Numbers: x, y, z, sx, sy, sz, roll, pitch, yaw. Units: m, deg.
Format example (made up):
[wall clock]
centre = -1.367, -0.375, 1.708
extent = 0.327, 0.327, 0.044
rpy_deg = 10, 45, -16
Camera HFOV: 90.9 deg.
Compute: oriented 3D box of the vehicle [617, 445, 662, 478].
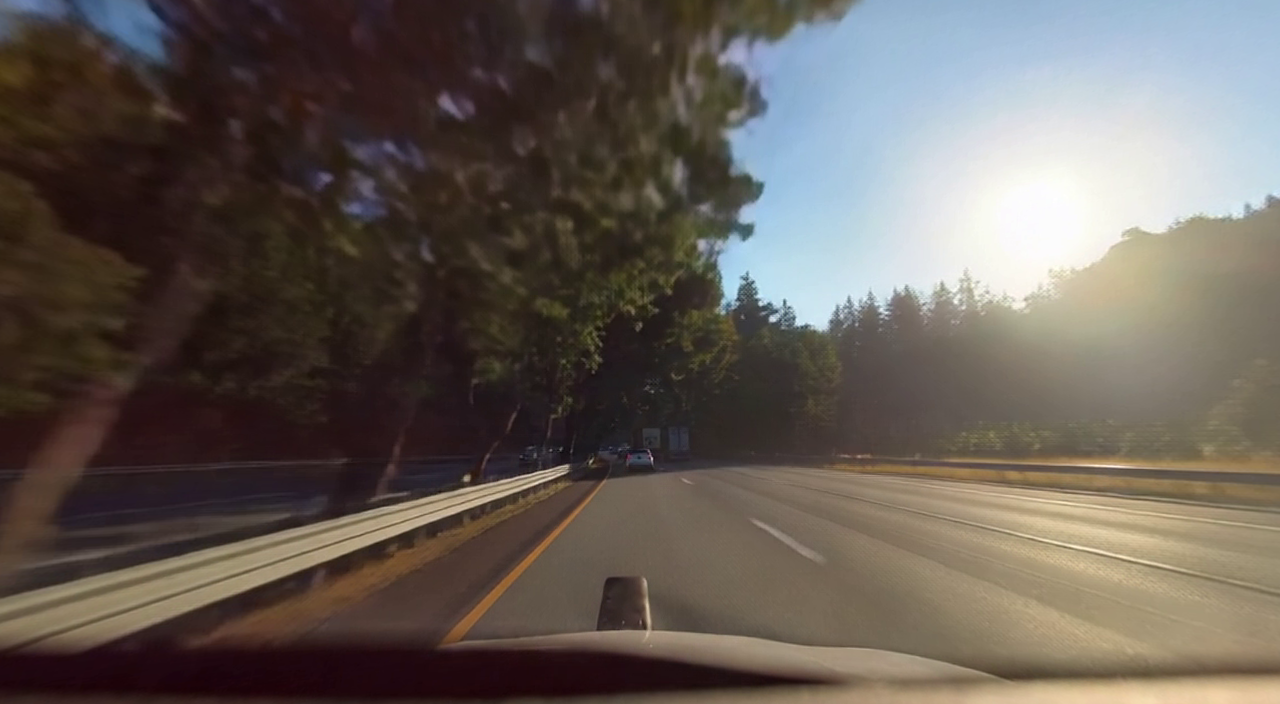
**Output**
[vehicle]
centre = -0.055, 5.478, 31.665
extent = 2.069, 1.523, 4.012
rpy_deg = 0, -9, -1
